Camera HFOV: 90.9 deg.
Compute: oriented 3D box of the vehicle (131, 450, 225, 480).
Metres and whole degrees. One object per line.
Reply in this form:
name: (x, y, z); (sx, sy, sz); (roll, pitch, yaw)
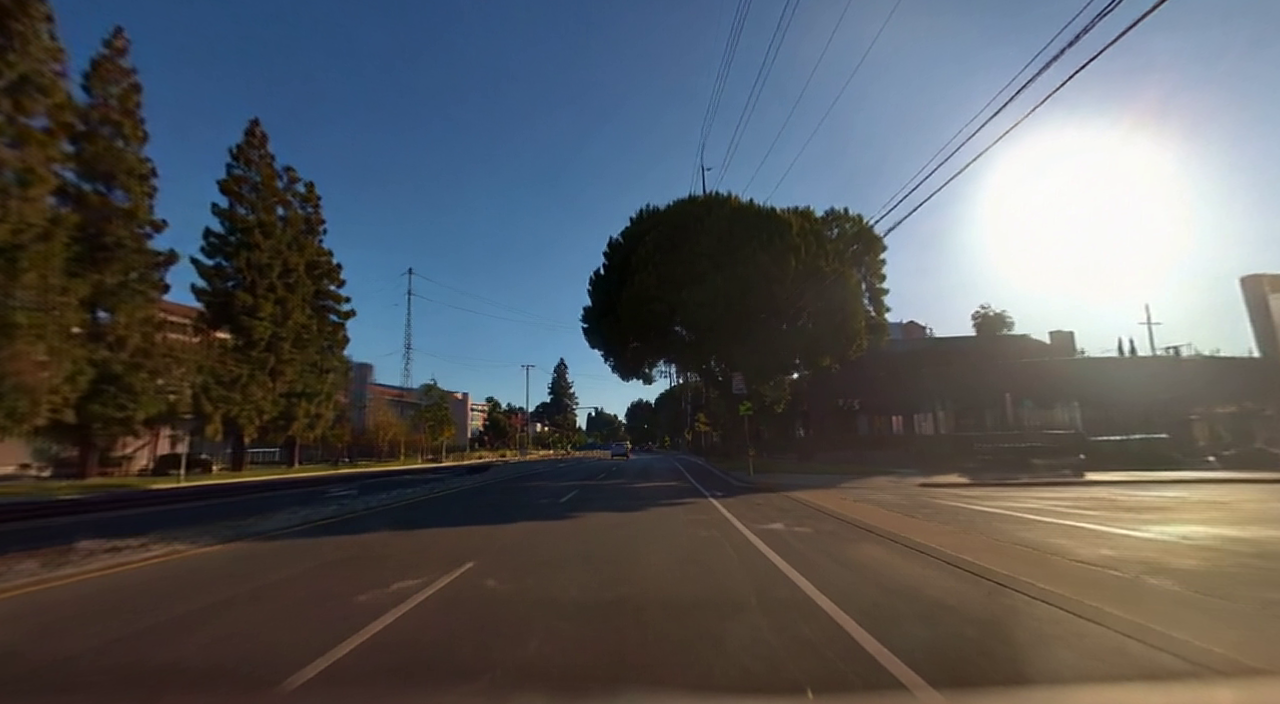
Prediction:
vehicle: (-25.188, 6.153, 34.545); (1.805, 1.461, 4.321); (0, -8, 1)
